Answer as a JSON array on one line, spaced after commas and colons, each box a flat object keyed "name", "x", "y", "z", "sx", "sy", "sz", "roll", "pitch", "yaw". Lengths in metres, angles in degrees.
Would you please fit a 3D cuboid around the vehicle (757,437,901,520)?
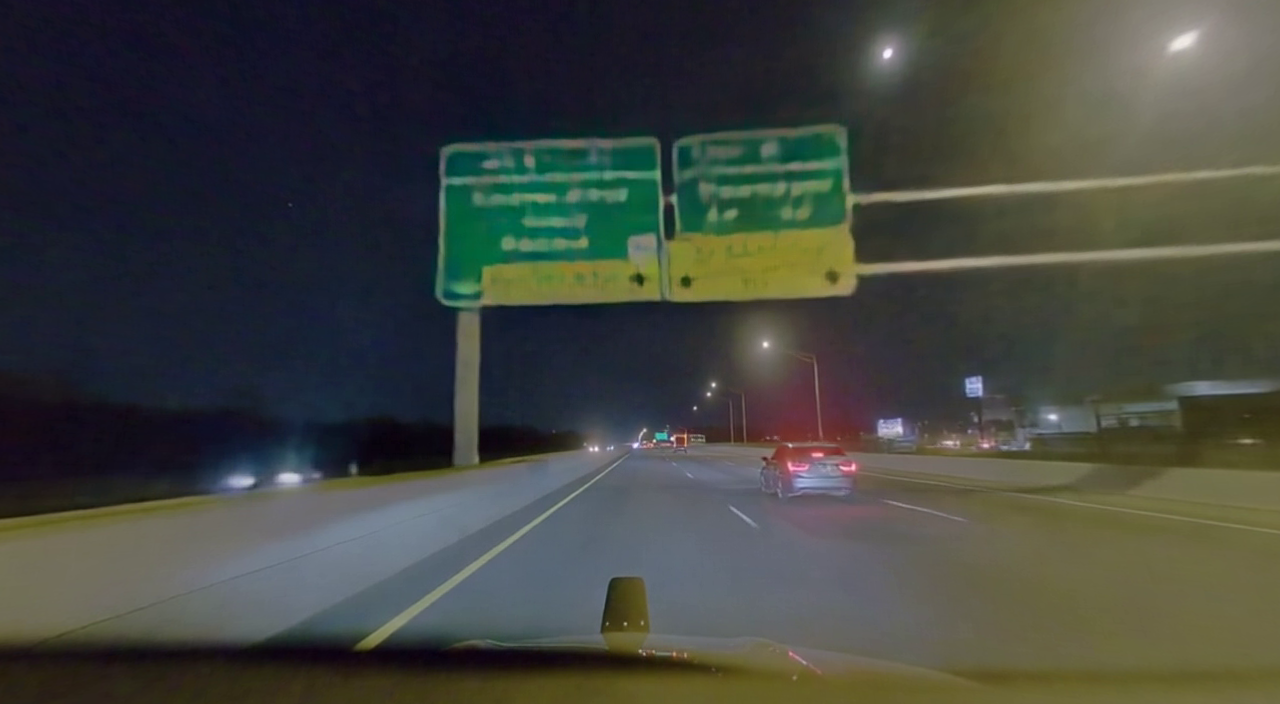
[{"name": "vehicle", "x": 3.616, "y": 2.465, "z": 12.812, "sx": 1.683, "sy": 1.400, "sz": 3.868, "roll": 0, "pitch": -8, "yaw": -1}]

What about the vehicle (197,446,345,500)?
[{"name": "vehicle", "x": -12.163, "y": 3.992, "z": 21.203, "sx": 2.092, "sy": 1.559, "sz": 4.637, "roll": 0, "pitch": -8, "yaw": 1}]
